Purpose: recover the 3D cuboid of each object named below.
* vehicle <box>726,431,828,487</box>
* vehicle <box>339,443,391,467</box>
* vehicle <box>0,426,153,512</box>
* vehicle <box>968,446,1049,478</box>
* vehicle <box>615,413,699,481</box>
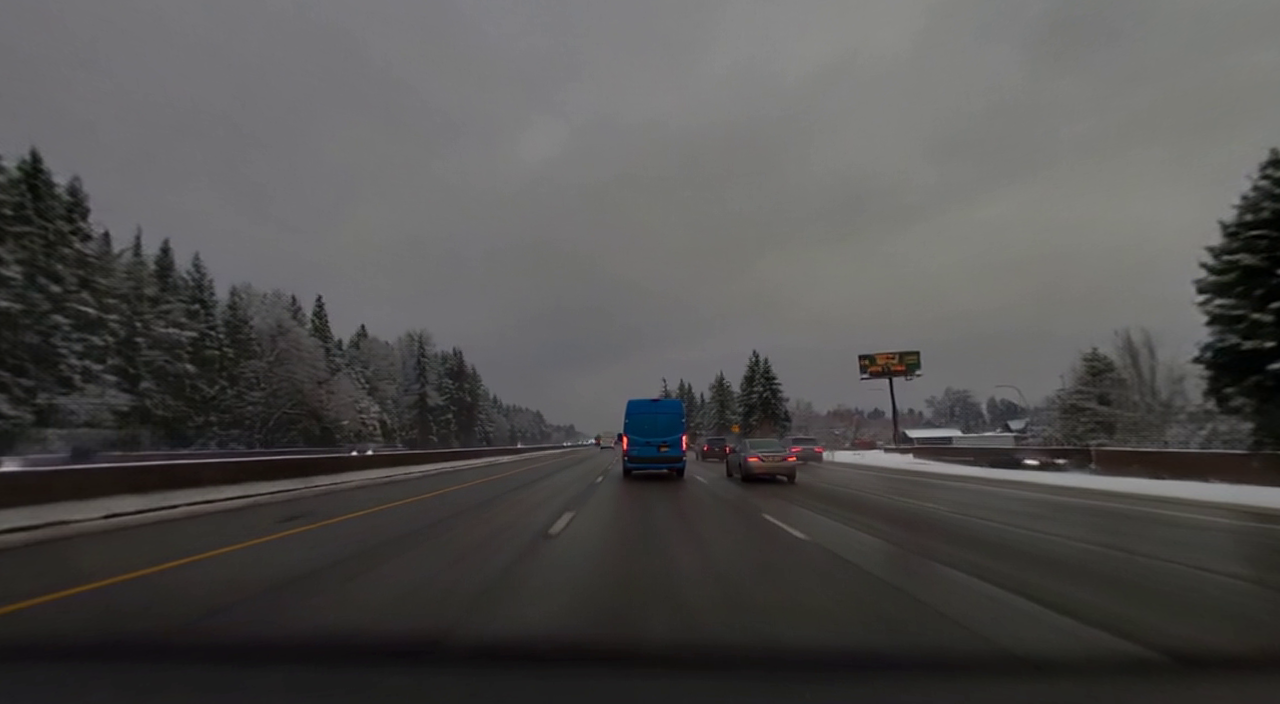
[{"bbox_3d":[3.976,3.176,18.941,2.099,1.510,3.784,0,-8,-2],"label":"vehicle"},{"bbox_3d":[-20.626,7.704,47.264,1.971,1.673,4.180,-1,-8,0],"label":"vehicle"},{"bbox_3d":[-13.098,2.389,13.068,2.055,1.604,4.852,0,-8,-1],"label":"vehicle"},{"bbox_3d":[17.579,5.249,30.163,1.670,1.402,3.595,0,-8,-1],"label":"vehicle"},{"bbox_3d":[0.416,3.361,22.257,2.546,2.087,5.404,0,-8,-3],"label":"vehicle"}]
